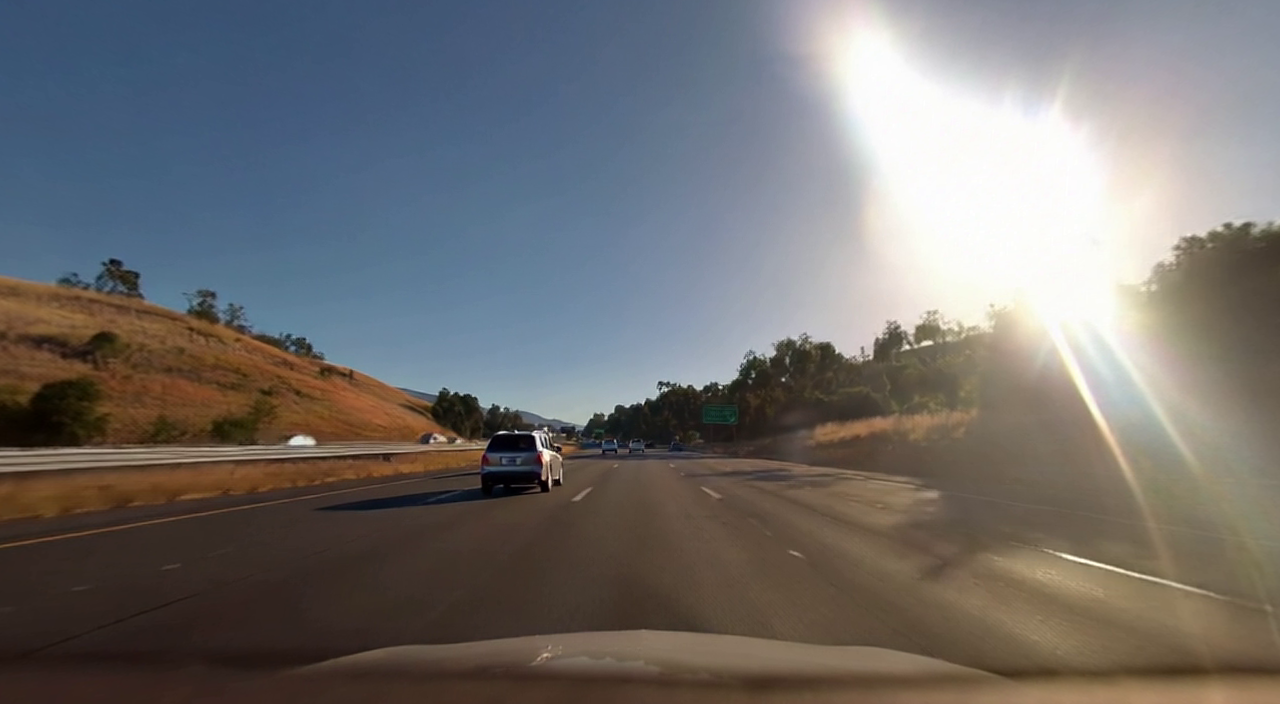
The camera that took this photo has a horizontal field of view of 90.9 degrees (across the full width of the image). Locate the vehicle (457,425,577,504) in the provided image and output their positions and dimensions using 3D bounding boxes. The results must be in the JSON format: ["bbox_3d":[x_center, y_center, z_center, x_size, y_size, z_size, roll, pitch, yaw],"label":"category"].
[{"bbox_3d":[-3.165,3.033,17.421,2.218,1.848,4.789,0,-9,2],"label":"vehicle"}]
